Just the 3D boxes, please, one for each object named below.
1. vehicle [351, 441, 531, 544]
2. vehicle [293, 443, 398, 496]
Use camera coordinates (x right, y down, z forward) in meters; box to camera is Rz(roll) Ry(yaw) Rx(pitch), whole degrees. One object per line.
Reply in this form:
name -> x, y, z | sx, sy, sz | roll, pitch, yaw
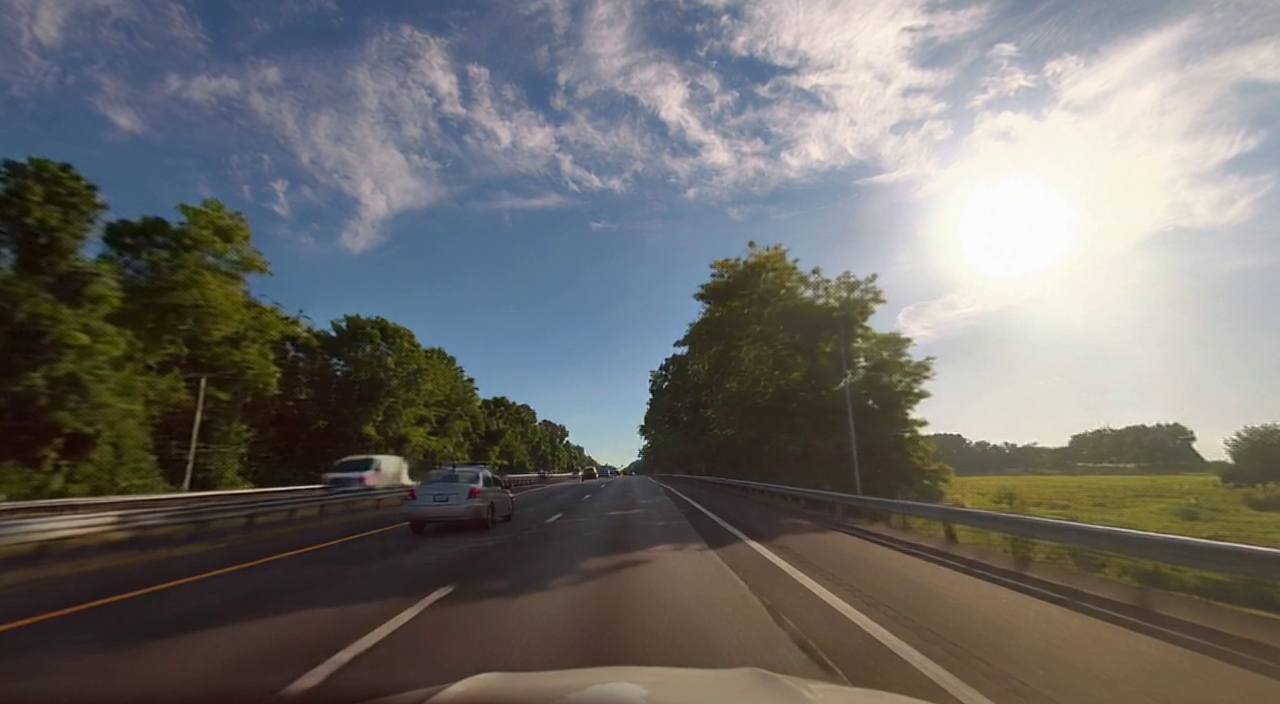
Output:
vehicle -> -3.746, 2.783, 12.957 | 2.123, 1.666, 4.709 | 1, -10, 0
vehicle -> -13.537, 5.490, 29.483 | 2.322, 2.195, 5.350 | 1, -10, -1
